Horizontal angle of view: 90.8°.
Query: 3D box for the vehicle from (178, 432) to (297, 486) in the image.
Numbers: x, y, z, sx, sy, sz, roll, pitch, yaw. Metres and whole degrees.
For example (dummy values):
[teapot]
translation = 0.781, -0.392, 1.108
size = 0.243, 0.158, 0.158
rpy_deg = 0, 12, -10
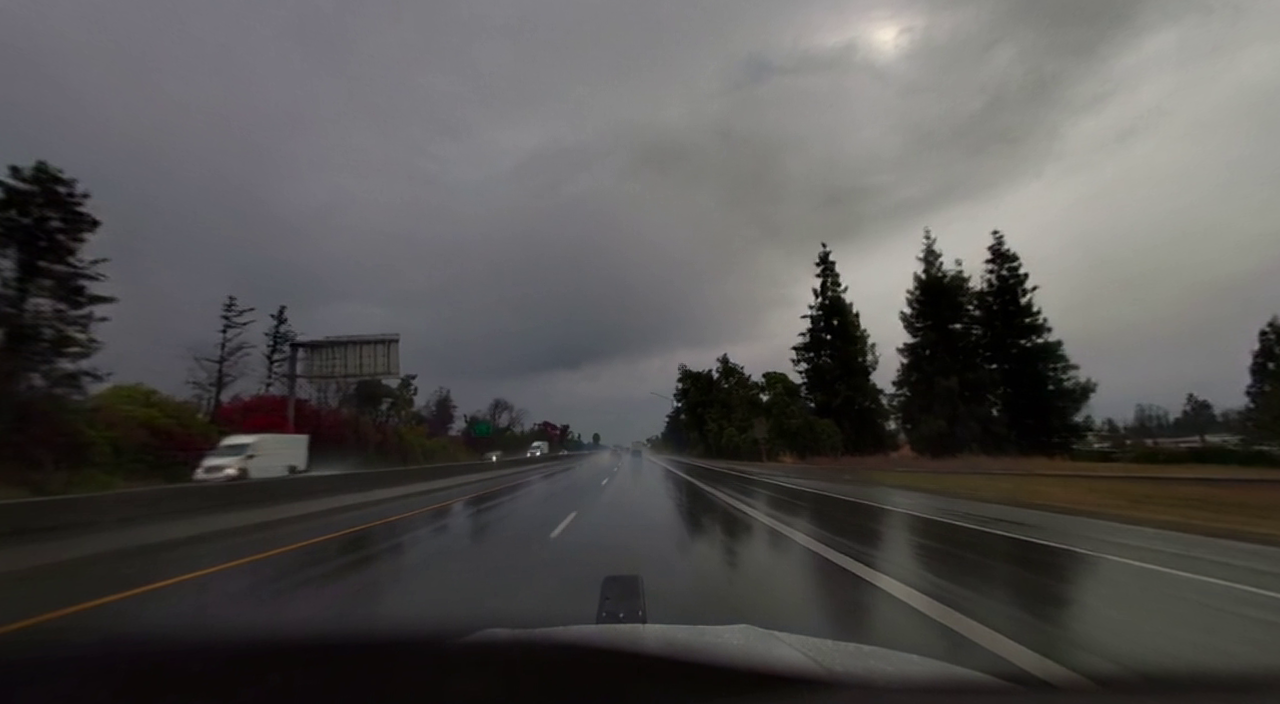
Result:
[vehicle]
translation = -20.982, 5.586, 33.297
size = 2.382, 2.549, 5.609
rpy_deg = 0, -9, 1
